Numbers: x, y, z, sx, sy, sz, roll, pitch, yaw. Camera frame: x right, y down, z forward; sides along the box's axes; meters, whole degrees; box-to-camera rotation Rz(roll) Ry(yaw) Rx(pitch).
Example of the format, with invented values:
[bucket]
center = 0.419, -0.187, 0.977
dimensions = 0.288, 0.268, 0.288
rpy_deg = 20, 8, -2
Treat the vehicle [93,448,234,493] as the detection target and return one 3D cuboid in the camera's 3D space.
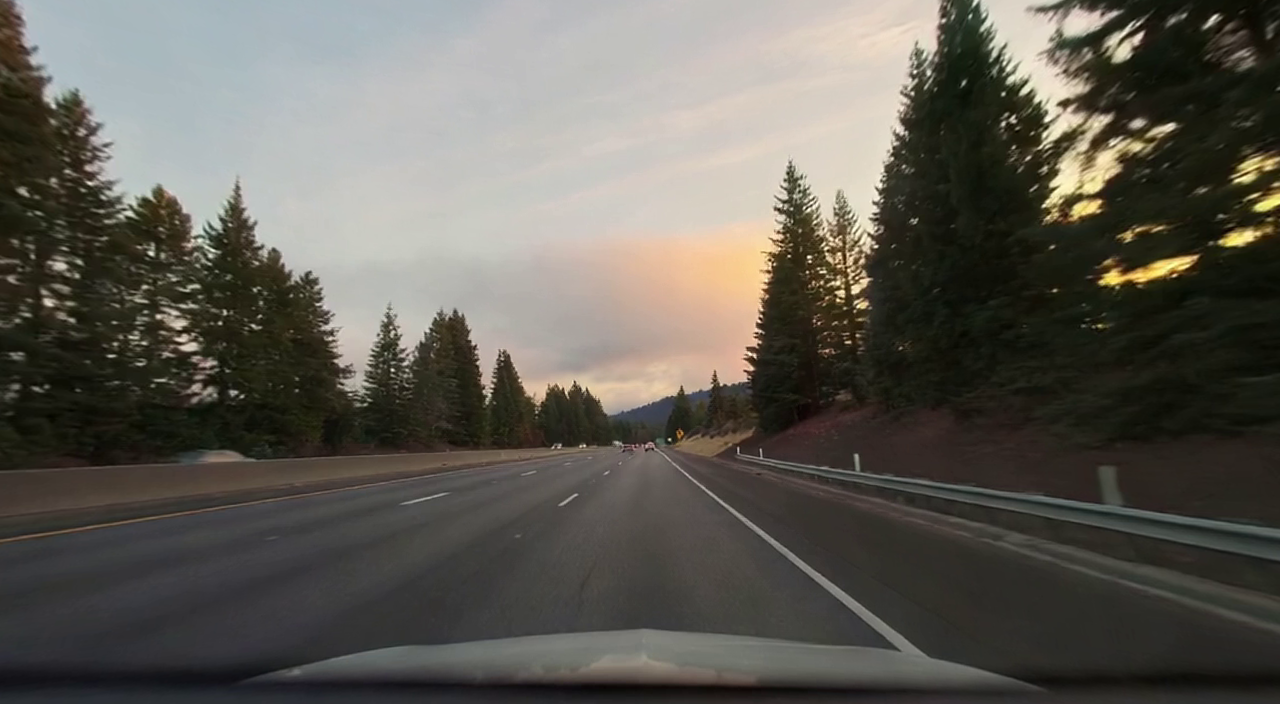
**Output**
[vehicle]
center = -17.026, 4.220, 22.836
dimensions = 1.787, 1.420, 4.130
rpy_deg = 0, -8, 1
